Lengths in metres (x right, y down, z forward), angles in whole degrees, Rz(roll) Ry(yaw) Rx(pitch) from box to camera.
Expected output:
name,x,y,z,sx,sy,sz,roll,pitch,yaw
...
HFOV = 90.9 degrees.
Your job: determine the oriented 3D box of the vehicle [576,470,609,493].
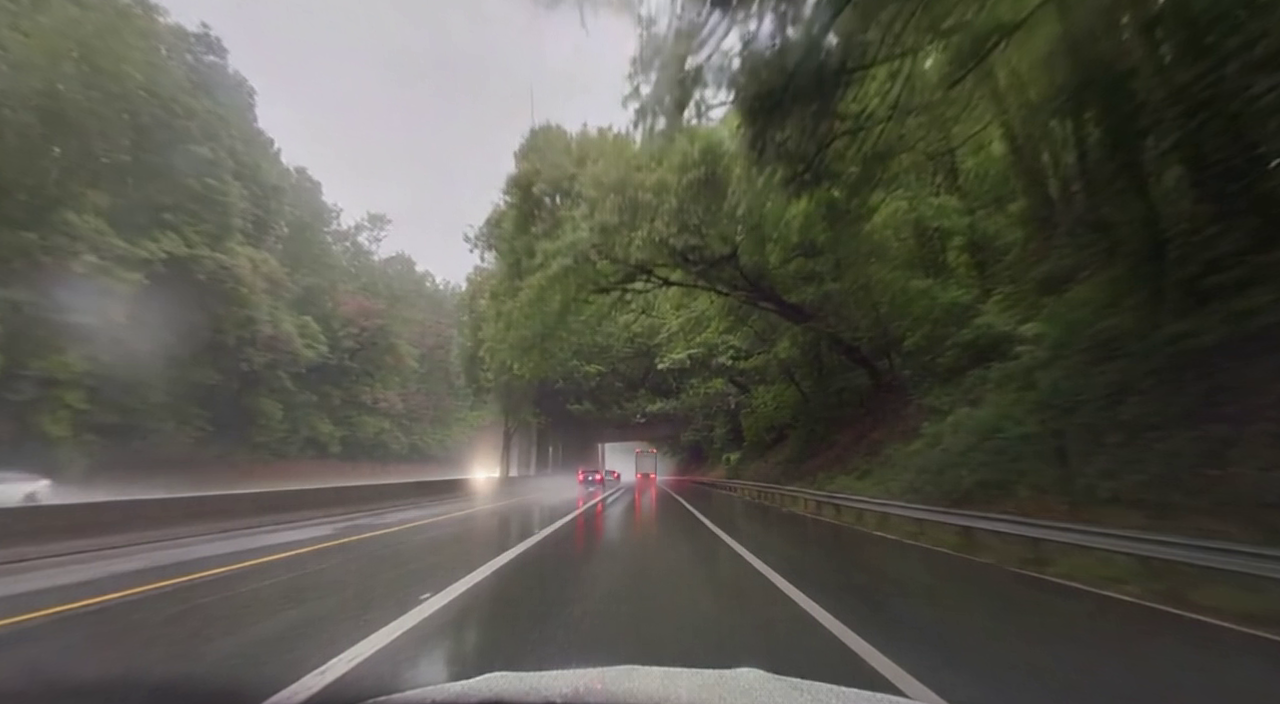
name,x,y,z,sx,sy,sz,roll,pitch,yaw
vehicle,-3.385,9.266,45.271,1.976,1.514,3.917,1,-10,1
